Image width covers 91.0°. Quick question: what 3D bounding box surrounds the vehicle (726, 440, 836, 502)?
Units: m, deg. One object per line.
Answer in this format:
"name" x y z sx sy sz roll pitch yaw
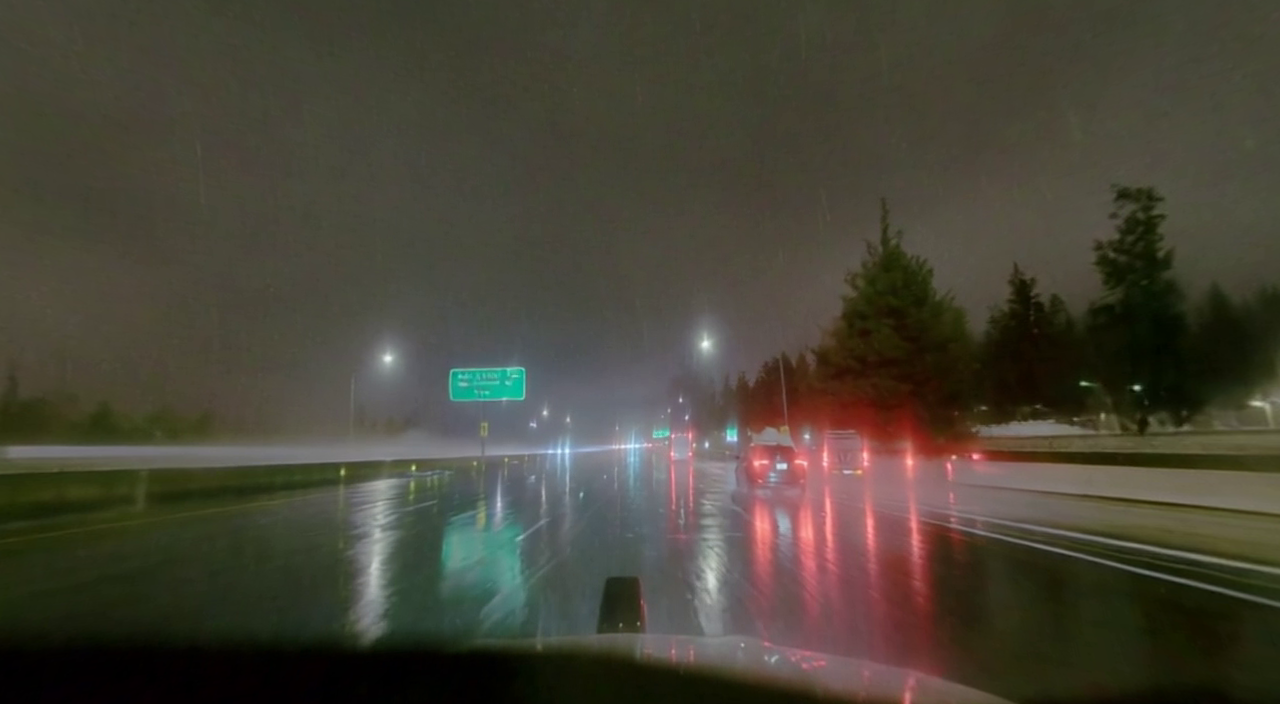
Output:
"vehicle" 3.764 3.258 17.652 2.033 1.501 4.398 0 -9 0
